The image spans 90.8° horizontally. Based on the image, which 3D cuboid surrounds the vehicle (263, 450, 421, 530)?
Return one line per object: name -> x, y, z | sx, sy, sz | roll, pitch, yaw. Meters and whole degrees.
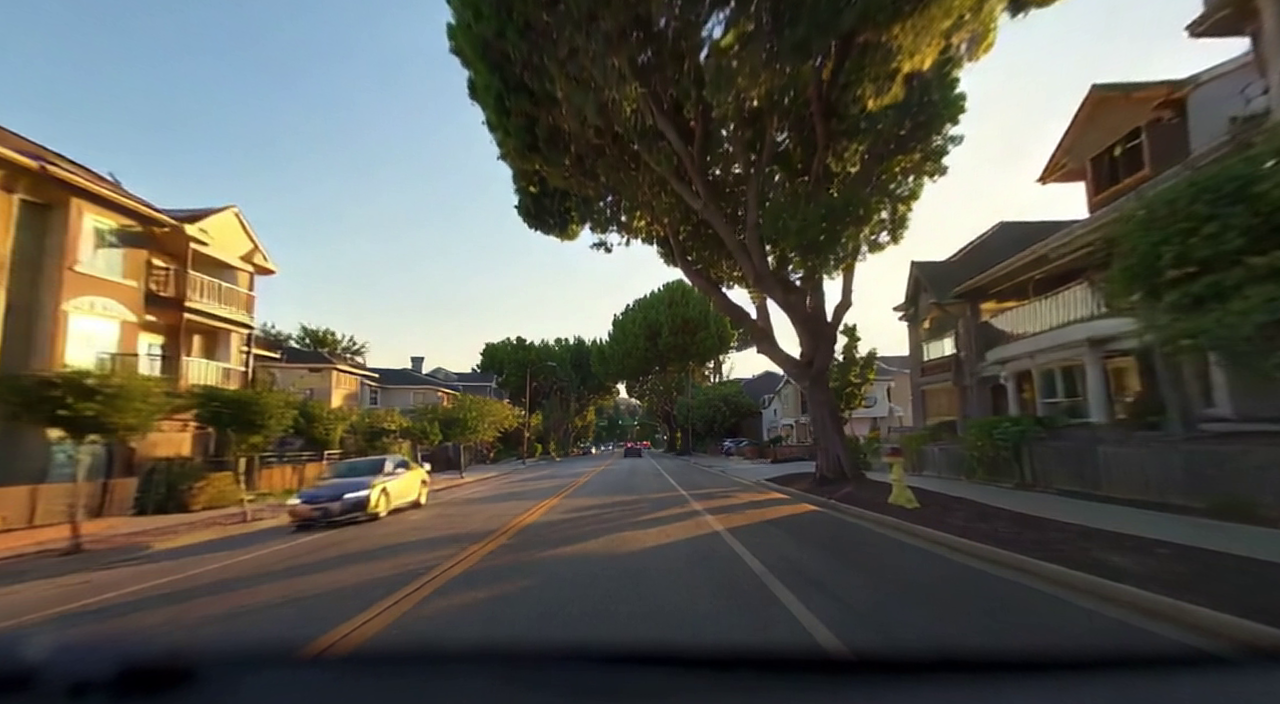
vehicle -> -7.407, 3.405, 16.255 | 2.010, 1.553, 4.312 | -5, -8, 0
